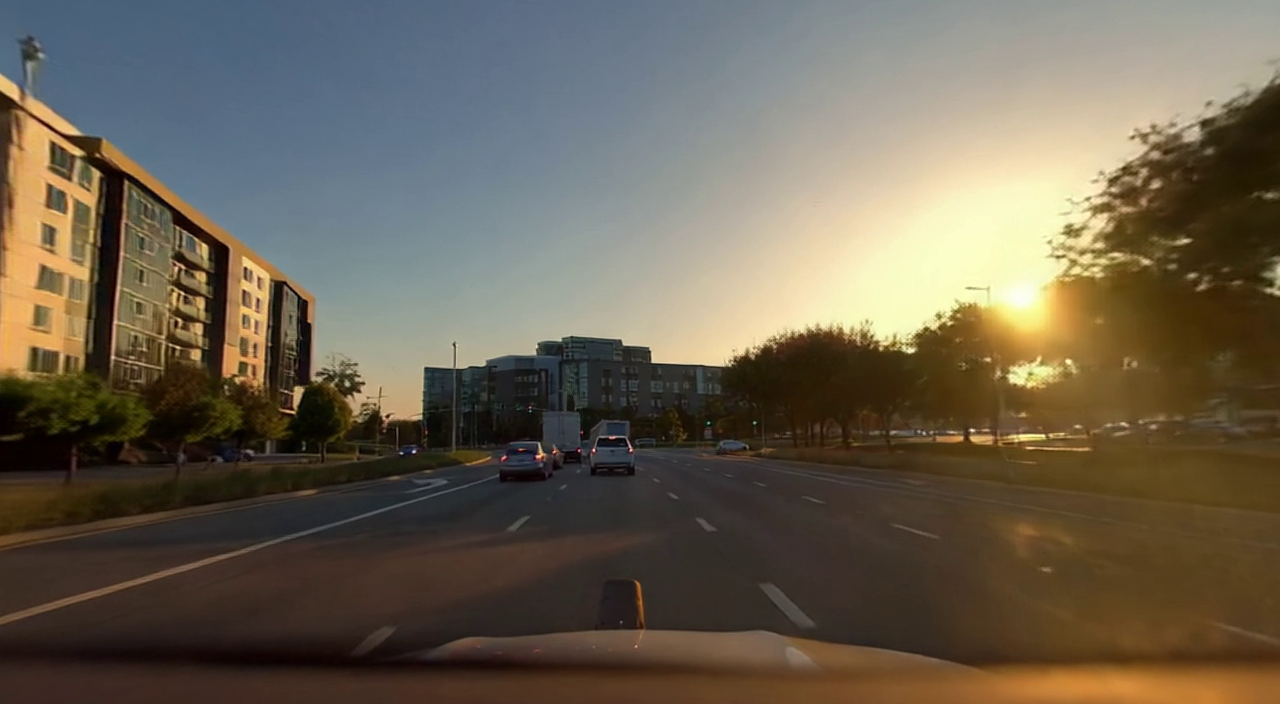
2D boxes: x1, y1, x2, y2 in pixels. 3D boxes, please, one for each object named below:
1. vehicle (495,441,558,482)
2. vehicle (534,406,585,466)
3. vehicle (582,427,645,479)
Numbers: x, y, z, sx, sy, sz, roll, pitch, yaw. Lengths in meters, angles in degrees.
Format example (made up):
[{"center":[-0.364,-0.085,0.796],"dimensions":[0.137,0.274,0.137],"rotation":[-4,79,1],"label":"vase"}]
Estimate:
[{"center":[-4.392,4.294,25.149],"dimensions":[1.904,1.460,4.300],"rotation":[0,-8,-3],"label":"vehicle"},{"center":[-5.722,6.314,46.976],"dimensions":[2.918,3.741,13.683],"rotation":[0,-8,-4],"label":"vehicle"},{"center":[-1.100,3.981,25.120],"dimensions":[2.260,1.872,4.578],"rotation":[0,-8,-4],"label":"vehicle"}]
